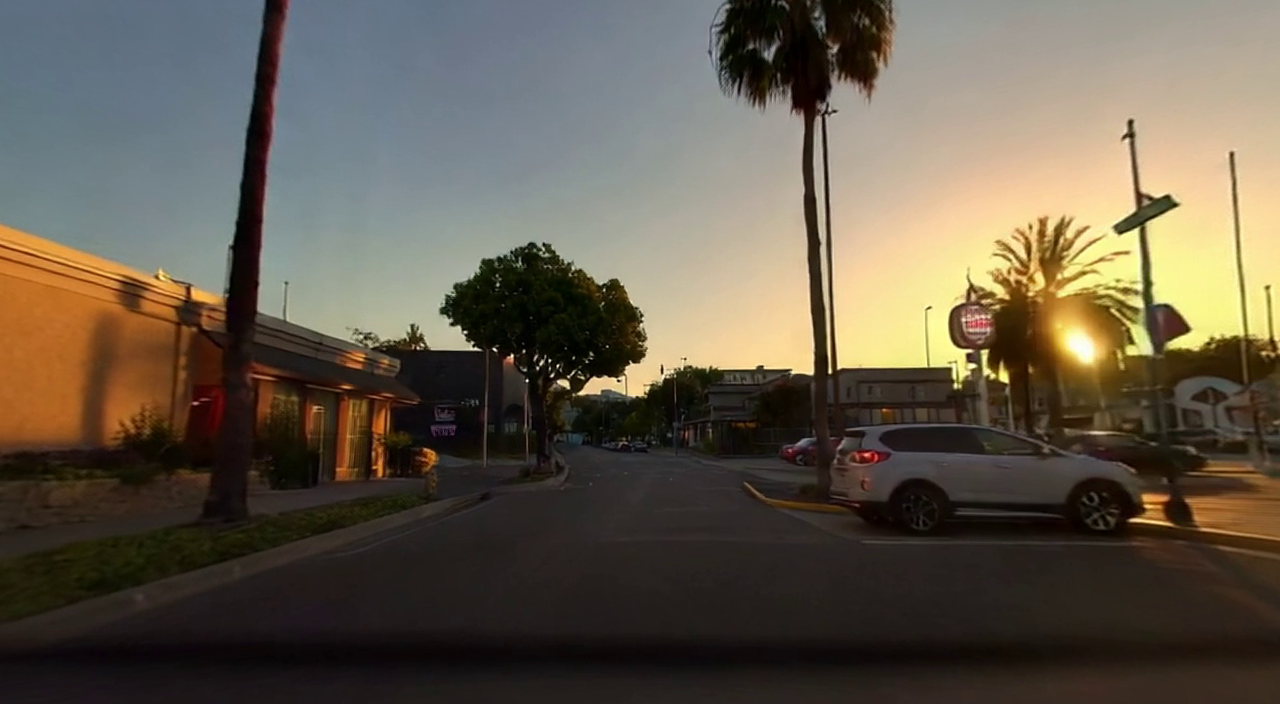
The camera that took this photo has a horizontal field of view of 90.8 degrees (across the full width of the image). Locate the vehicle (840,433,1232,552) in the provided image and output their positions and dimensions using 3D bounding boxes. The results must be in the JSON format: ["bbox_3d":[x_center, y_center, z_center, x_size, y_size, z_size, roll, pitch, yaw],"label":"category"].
[{"bbox_3d":[5.776,2.023,9.621,4.742,1.506,1.919,0,-8,-5],"label":"vehicle"}]
